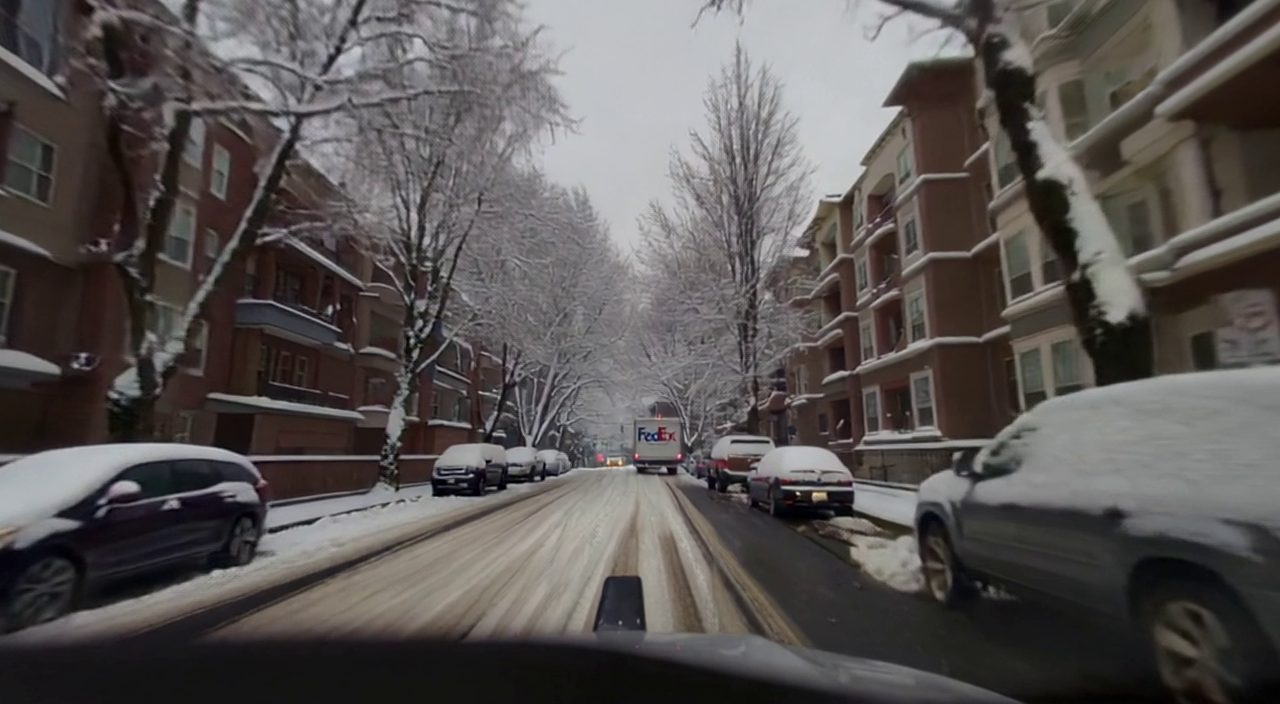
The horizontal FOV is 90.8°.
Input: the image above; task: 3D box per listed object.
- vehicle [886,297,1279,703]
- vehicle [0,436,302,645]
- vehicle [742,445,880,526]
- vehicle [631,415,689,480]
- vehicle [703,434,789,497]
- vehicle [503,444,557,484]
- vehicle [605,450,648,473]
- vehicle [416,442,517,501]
[{"bbox_3d":[3.640,1.021,4.236,2.099,2.018,4.087,0,-9,-3],"label":"vehicle"},{"bbox_3d":[-5.695,1.694,6.588,1.888,1.546,4.306,0,-8,1],"label":"vehicle"},{"bbox_3d":[3.594,2.854,14.193,1.877,1.500,4.407,0,-8,1],"label":"vehicle"},{"bbox_3d":[0.962,5.423,36.005,2.930,3.275,8.180,0,-8,-1],"label":"vehicle"},{"bbox_3d":[3.701,4.088,23.268,2.221,1.991,5.564,0,-9,0],"label":"vehicle"},{"bbox_3d":[-5.567,5.716,32.526,2.020,1.867,4.654,0,-8,-1],"label":"vehicle"},{"bbox_3d":[-0.910,7.573,43.920,1.981,1.500,3.992,-2,-9,14],"label":"vehicle"},{"bbox_3d":[-5.678,3.937,21.302,2.089,1.757,4.256,-1,-8,2],"label":"vehicle"}]
